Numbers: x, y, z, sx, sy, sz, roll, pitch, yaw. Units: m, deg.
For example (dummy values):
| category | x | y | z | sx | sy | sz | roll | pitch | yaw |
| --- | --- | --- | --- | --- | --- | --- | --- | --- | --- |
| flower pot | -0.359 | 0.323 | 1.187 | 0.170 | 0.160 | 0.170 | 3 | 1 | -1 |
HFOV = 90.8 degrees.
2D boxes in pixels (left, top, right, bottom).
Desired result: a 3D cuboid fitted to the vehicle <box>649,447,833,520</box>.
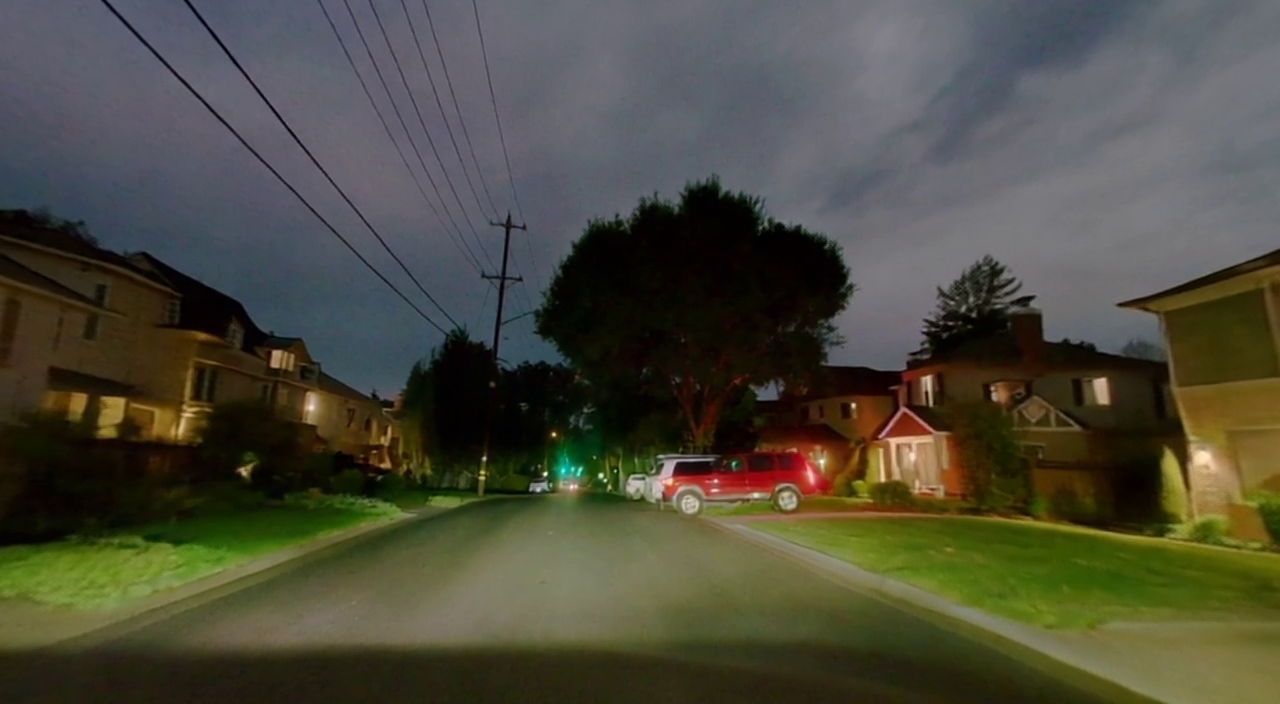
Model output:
| category | x | y | z | sx | sy | sz | roll | pitch | yaw |
| --- | --- | --- | --- | --- | --- | --- | --- | --- | --- |
| vehicle | 2.563 | 3.410 | 16.748 | 4.413 | 1.728 | 1.869 | 1 | -9 | -8 |
